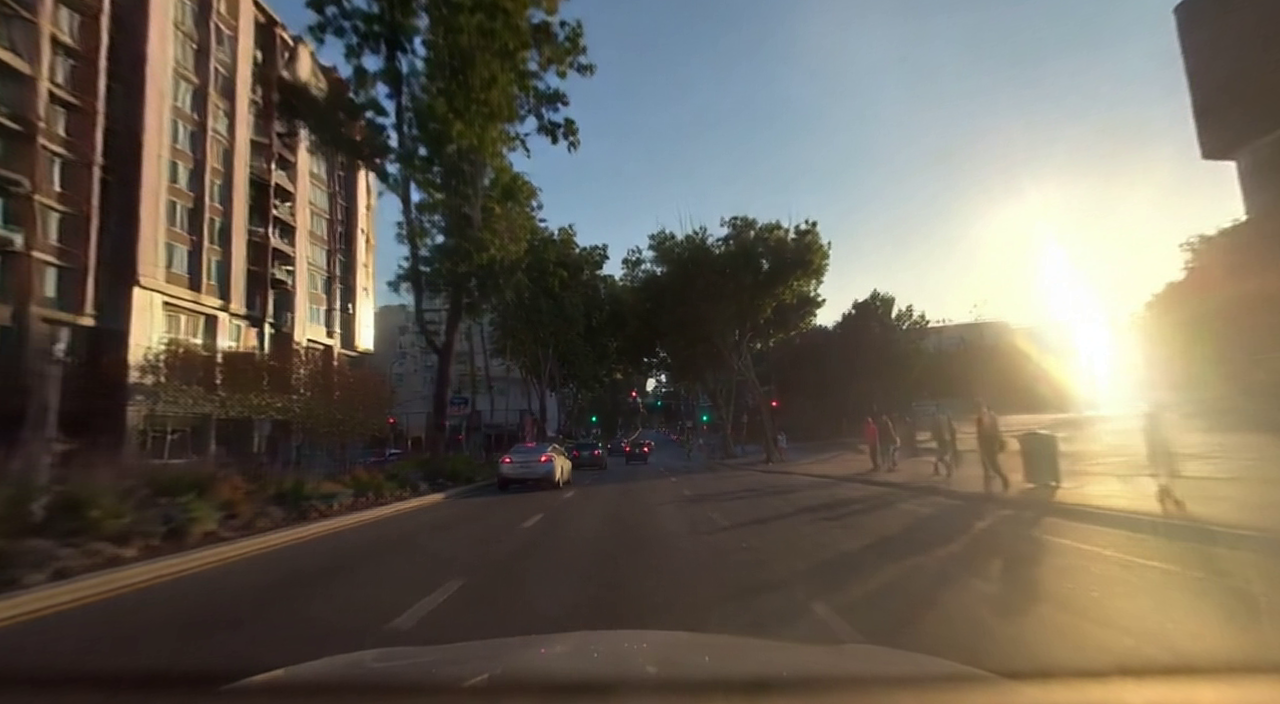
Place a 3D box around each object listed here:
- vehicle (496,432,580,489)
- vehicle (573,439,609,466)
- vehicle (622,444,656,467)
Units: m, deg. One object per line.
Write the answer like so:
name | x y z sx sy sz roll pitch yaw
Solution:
vehicle | -3.340 3.679 21.633 2.116 1.725 4.315 0 -9 1
vehicle | -3.451 7.174 45.175 2.152 1.802 4.628 0 -9 0
vehicle | -0.064 6.711 41.086 2.095 1.438 3.843 0 -9 0
